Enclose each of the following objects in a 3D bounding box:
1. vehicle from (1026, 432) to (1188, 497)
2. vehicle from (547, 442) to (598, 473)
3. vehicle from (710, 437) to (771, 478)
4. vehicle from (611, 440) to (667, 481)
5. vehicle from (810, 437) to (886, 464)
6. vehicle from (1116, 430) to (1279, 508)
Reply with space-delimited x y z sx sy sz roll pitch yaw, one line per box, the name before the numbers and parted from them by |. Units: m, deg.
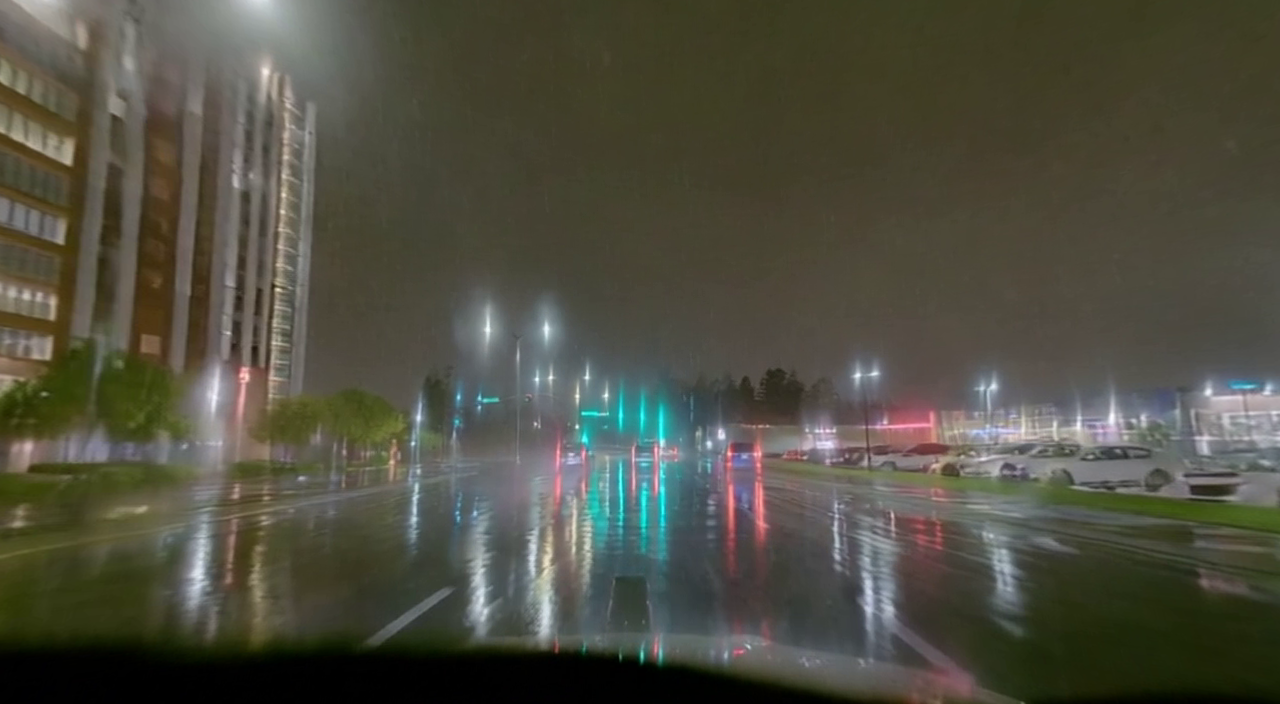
vehicle | 13.571 3.192 18.292 4.346 1.667 2.022 4 -10 -29
vehicle | -3.430 5.454 32.908 2.029 1.482 4.591 0 -8 2
vehicle | 4.379 4.653 28.073 2.007 1.683 4.171 0 -8 0
vehicle | -0.016 4.320 25.411 2.059 1.477 3.988 0 -8 0
vehicle | 15.207 7.222 46.302 4.775 1.728 1.996 -2 -9 -1
vehicle | 13.850 2.789 15.465 4.200 1.643 1.909 5 -10 -31
